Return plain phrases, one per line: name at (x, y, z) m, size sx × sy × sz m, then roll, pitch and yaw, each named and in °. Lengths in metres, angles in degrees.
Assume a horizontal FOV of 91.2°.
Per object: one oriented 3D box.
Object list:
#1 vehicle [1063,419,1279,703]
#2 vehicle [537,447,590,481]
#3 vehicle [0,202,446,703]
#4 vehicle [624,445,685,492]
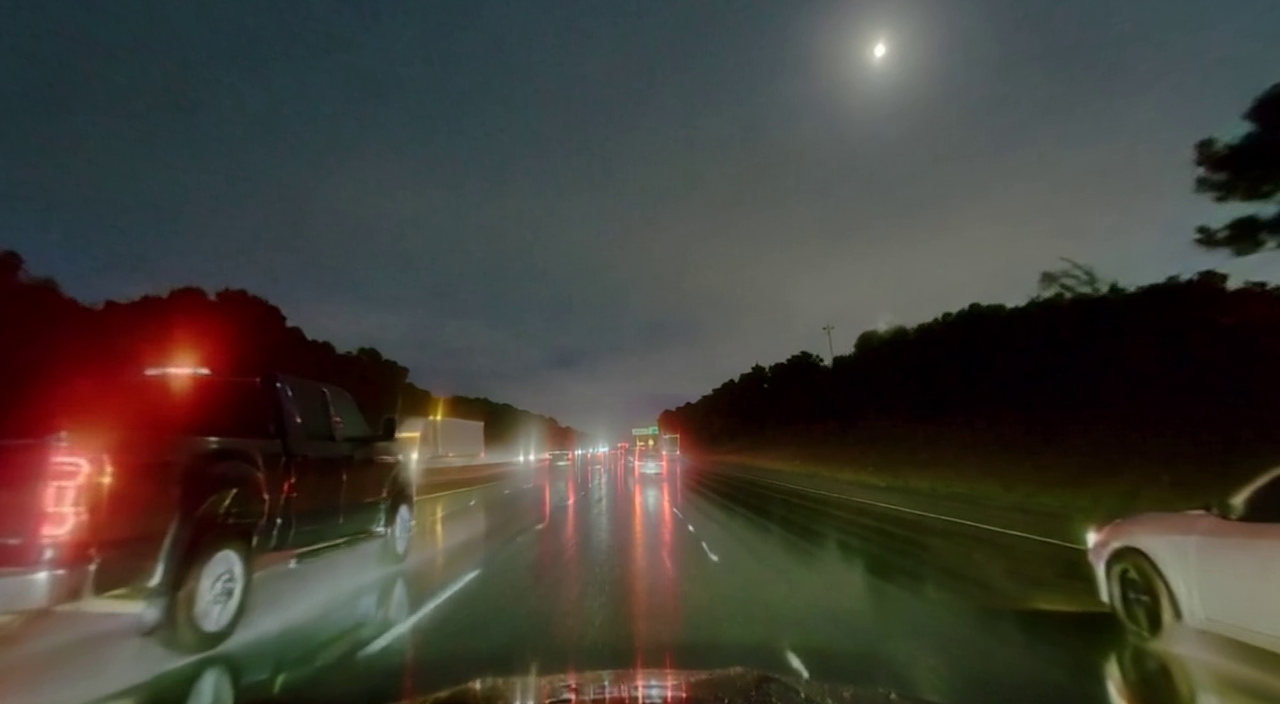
vehicle at (4.239, 1.018, 2.717) m, size 1.961 × 1.491 × 4.035 m, roll 0°, pitch -9°, yaw 0°
vehicle at (-3.583, 5.337, 30.183) m, size 1.940 × 1.502 × 4.463 m, roll 0°, pitch -9°, yaw 0°
vehicle at (-3.986, 0.984, 5.703) m, size 2.523 × 2.458 × 6.022 m, roll 0°, pitch -9°, yaw 0°
vehicle at (0.460, 4.168, 22.816) m, size 2.015 × 1.526 × 4.286 m, roll 0°, pitch -9°, yaw -1°
